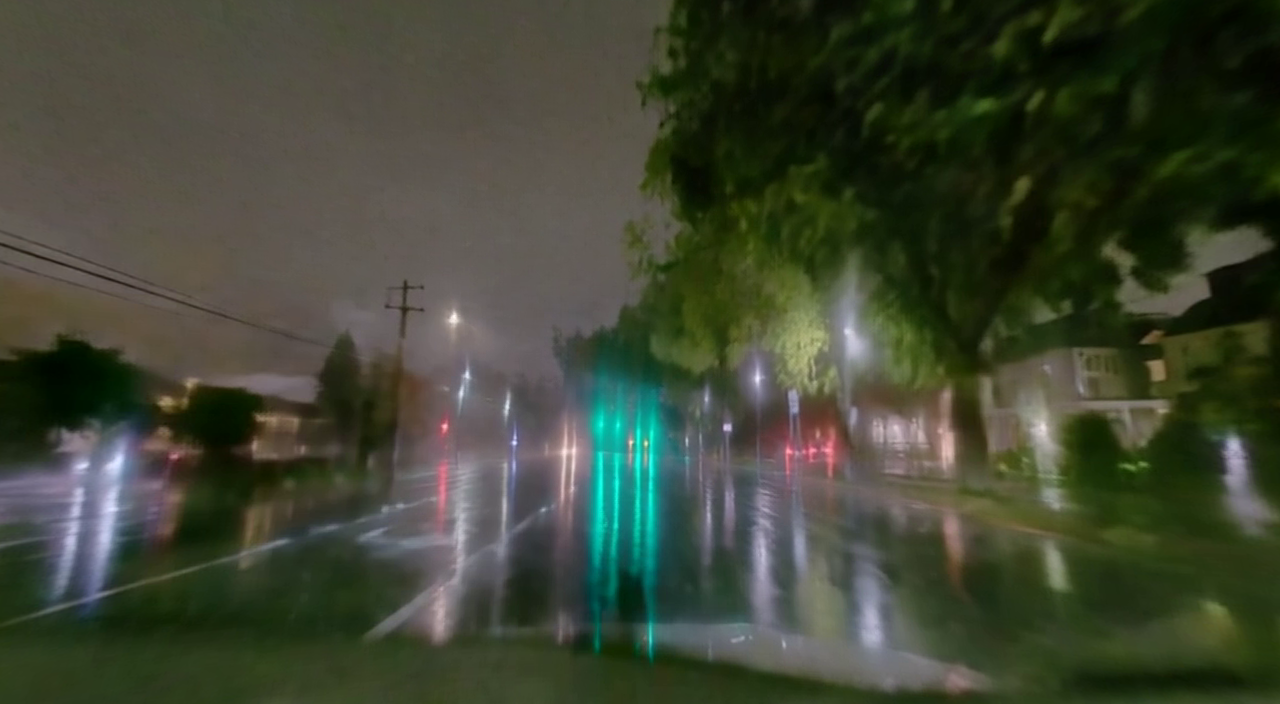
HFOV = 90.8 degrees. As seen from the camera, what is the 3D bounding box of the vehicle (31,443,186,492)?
[{"bbox_3d":[-23.215,5.003,28.044,2.192,1.901,5.889,1,-8,-6],"label":"vehicle"}]
